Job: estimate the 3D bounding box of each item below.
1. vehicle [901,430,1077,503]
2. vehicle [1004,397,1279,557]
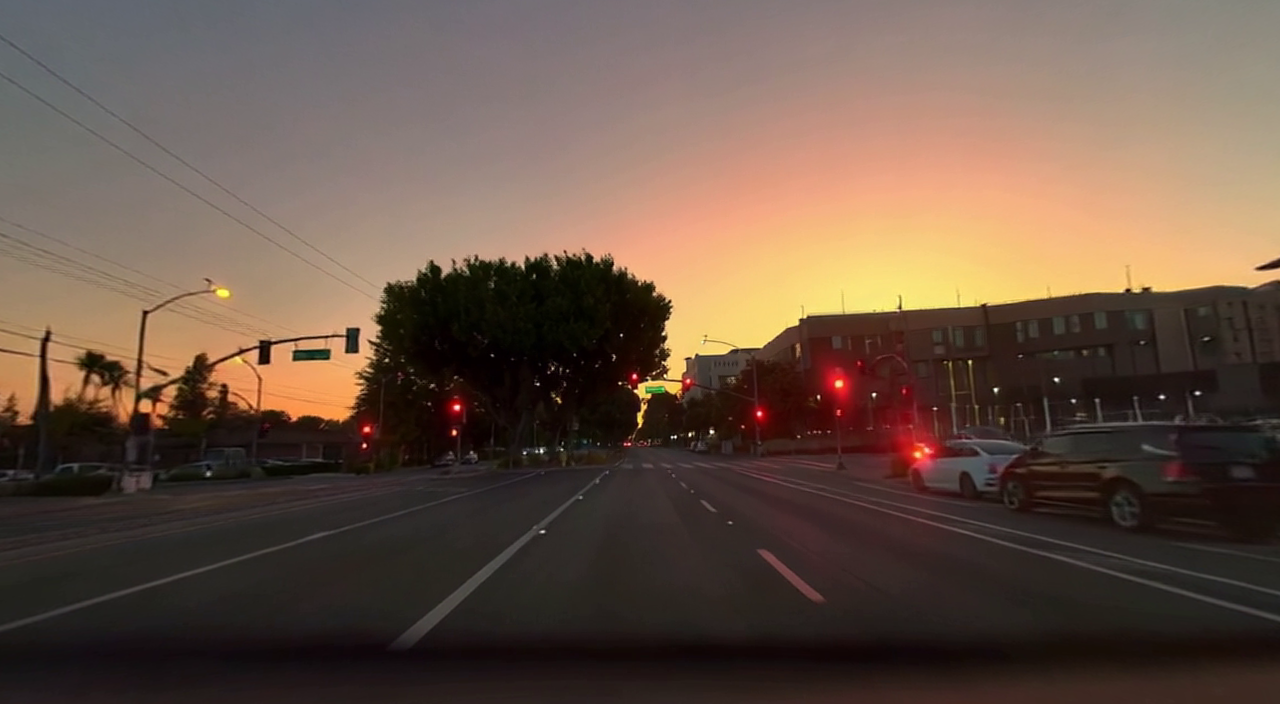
[{"bbox_3d":[8.125,2.692,15.235,1.943,1.485,3.984,0,-8,0],"label":"vehicle"},{"bbox_3d":[7.915,1.726,9.407,2.063,1.749,4.776,0,-8,0],"label":"vehicle"}]
